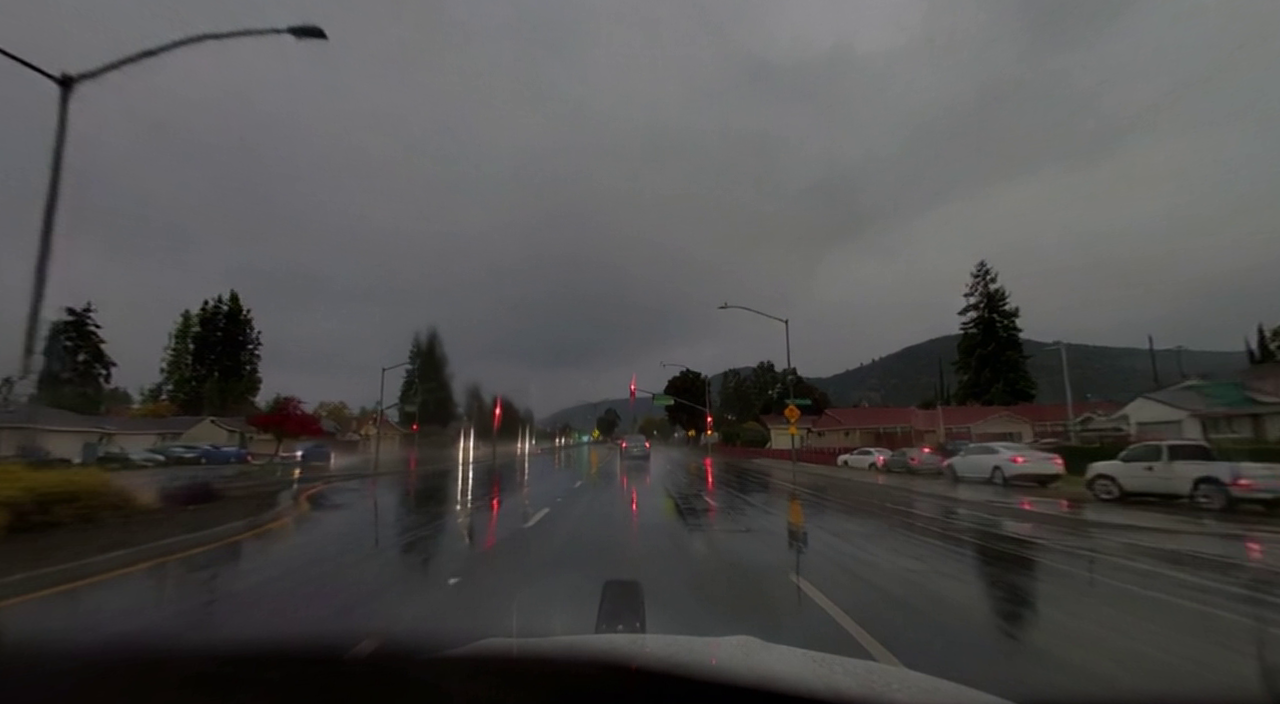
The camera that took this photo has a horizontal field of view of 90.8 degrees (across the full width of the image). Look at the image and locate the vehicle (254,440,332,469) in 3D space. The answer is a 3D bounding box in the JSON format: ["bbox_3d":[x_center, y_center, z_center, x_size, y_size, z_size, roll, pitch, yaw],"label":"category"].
[{"bbox_3d":[-19.414,5.732,35.589,1.918,1.472,4.360,0,-8,0],"label":"vehicle"}]

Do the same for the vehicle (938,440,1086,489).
[{"bbox_3d":[12.502,3.781,21.716,2.128,1.467,4.987,0,-8,1],"label":"vehicle"}]

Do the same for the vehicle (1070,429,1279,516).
[{"bbox_3d":[12.658,2.727,14.856,1.976,1.706,4.354,0,-8,0],"label":"vehicle"}]

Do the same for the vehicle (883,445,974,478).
[{"bbox_3d":[12.669,4.799,28.088,1.903,1.330,4.470,0,-8,-1],"label":"vehicle"}]
